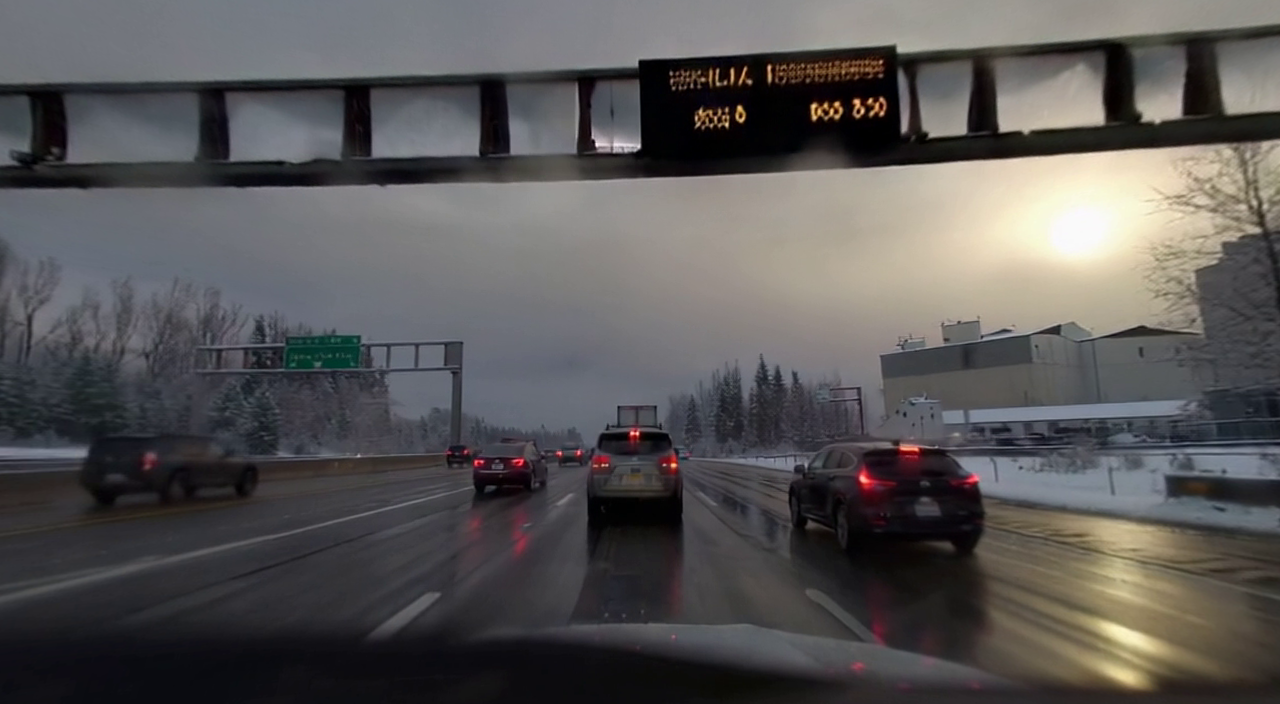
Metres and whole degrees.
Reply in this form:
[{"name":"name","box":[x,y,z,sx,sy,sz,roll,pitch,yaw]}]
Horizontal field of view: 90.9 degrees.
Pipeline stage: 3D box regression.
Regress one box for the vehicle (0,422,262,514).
[{"name":"vehicle","box":[-11.058,2.543,14.281,2.129,1.720,4.547,0,-9,0]}]

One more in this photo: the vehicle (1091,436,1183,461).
[{"name":"vehicle","box":[32.551,6.356,41.456,1.805,1.536,4.325,3,-9,-19]}]

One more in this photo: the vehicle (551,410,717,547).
[{"name":"vehicle","box":[-0.088,1.953,10.279,2.152,1.779,3.924,0,-9,0]}]

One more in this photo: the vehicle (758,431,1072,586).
[{"name":"vehicle","box":[3.099,1.854,8.399,2.018,1.470,4.491,0,-9,-2]}]

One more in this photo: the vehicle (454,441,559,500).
[{"name":"vehicle","box":[-3.618,3.278,17.863,2.005,1.458,4.143,0,-9,1]}]
